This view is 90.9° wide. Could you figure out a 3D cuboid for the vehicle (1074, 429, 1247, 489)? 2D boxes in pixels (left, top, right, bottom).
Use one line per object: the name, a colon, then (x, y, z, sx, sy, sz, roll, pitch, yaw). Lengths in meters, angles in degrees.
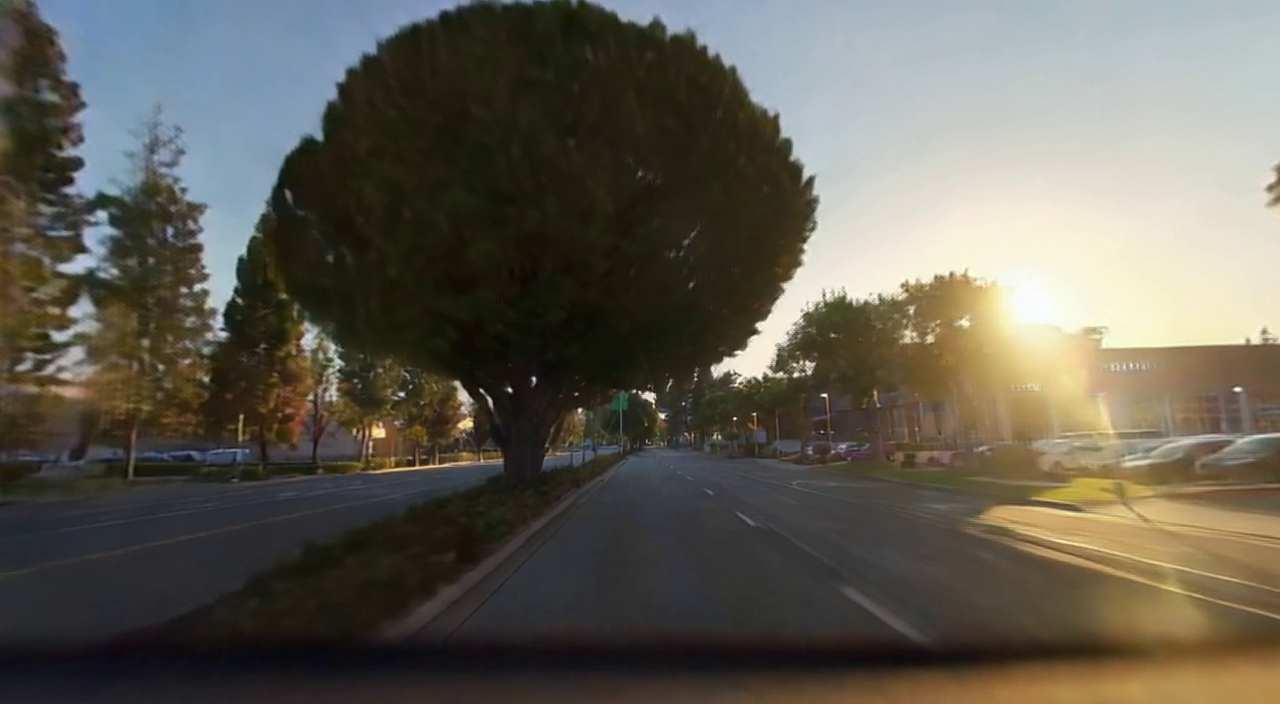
vehicle: (16.939, 3.467, 20.865, 1.882, 1.699, 4.367, -1, -8, -1)
